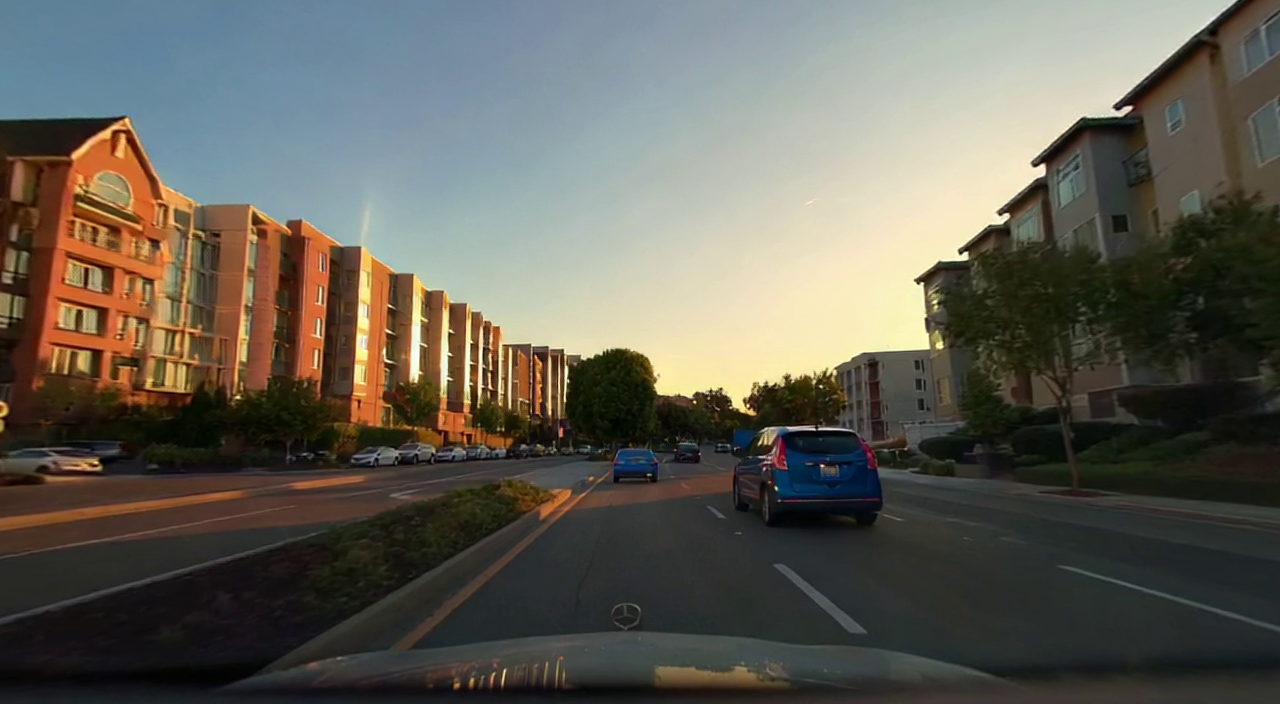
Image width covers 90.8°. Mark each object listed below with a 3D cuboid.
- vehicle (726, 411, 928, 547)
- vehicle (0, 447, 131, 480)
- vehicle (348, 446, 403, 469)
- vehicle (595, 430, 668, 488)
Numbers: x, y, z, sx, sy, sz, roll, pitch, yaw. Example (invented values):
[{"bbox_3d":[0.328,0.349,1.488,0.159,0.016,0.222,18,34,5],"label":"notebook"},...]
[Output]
[{"bbox_3d":[2.843,2.062,10.862,2.033,1.823,4.409,0,-9,-1],"label":"vehicle"},{"bbox_3d":[-32.657,6.238,35.543,5.796,1.749,2.493,0,-9,0],"label":"vehicle"},{"bbox_3d":[-18.522,7.437,44.478,1.954,1.570,4.828,0,-10,-2],"label":"vehicle"},{"bbox_3d":[-0.227,3.819,22.894,2.345,1.841,5.032,0,-9,1],"label":"vehicle"}]
